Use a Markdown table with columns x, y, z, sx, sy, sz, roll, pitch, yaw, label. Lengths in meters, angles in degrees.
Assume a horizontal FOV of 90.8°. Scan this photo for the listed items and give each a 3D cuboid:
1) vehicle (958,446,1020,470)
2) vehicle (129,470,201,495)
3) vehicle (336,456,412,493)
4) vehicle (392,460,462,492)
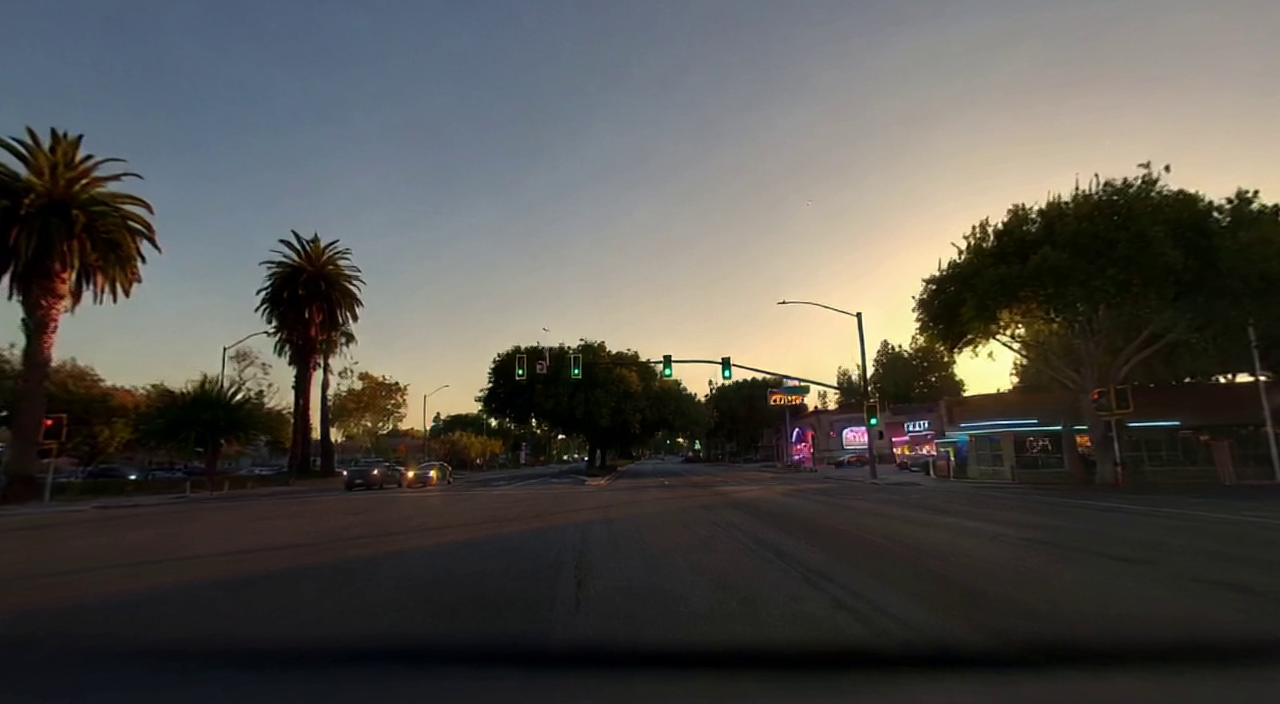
| x | y | z | sx | sy | sz | roll | pitch | yaw | label |
| --- | --- | --- | --- | --- | --- | --- | --- | --- | --- |
| 24.702 | 7.514 | 44.720 | 3.381 | 1.424 | 2.059 | 1 | -12 | -24 | vehicle |
| -35.018 | 9.628 | 46.747 | 1.906 | 1.528 | 4.535 | 0 | -8 | -2 | vehicle |
| -14.388 | 6.642 | 34.539 | 1.976 | 1.758 | 4.986 | 0 | -8 | -1 | vehicle |
| -11.100 | 6.471 | 33.290 | 2.019 | 1.434 | 4.622 | 0 | -8 | 1 | vehicle |
